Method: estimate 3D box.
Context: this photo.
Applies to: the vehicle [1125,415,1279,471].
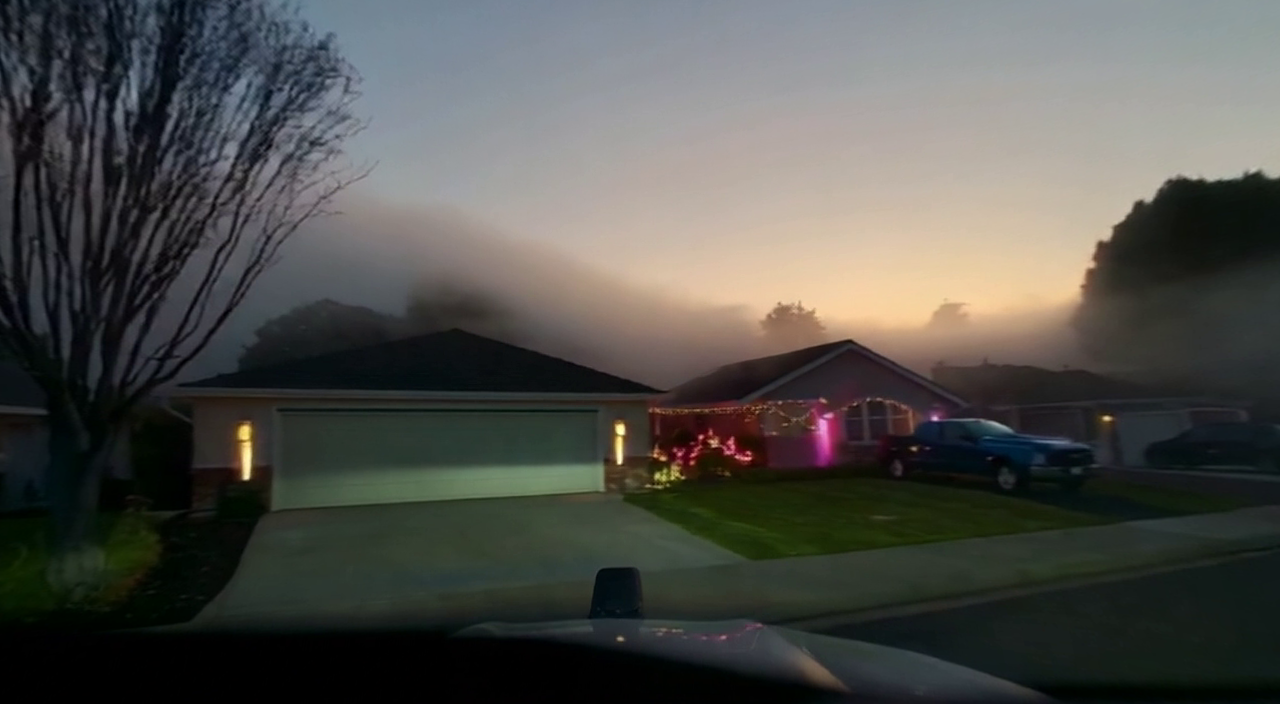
[{"bbox_3d":[17.592,2.616,18.568,1.807,1.485,4.916,4,-6,-27],"label":"vehicle"}]
